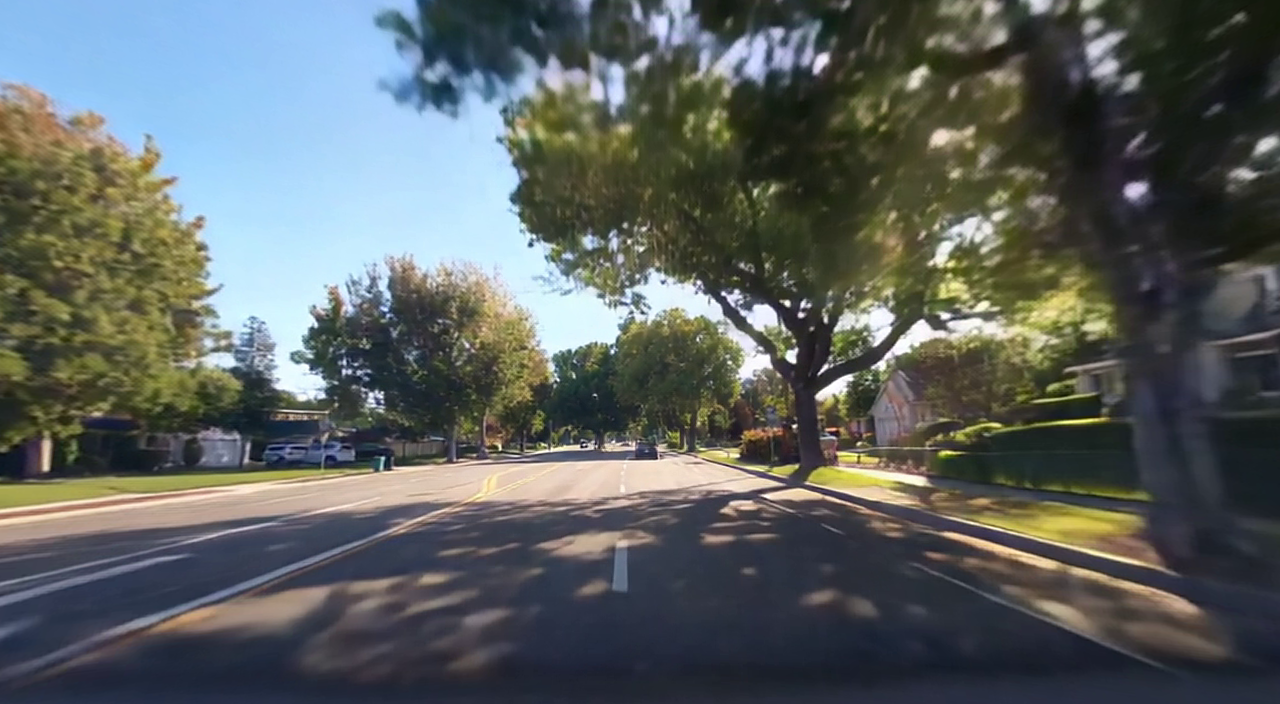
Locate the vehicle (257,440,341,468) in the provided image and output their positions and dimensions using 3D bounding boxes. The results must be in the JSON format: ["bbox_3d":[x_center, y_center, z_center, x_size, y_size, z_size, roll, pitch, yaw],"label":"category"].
[{"bbox_3d":[-21.376,6.416,39.734,4.206,1.721,1.807,0,-8,0],"label":"vehicle"}]

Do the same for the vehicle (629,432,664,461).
[{"bbox_3d":[0.391,6.383,42.696,2.215,1.799,4.426,0,-8,-2],"label":"vehicle"}]

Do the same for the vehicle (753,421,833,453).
[{"bbox_3d":[11.959,6.675,49.590,5.577,2.450,2.199,0,-8,-4],"label":"vehicle"}]
